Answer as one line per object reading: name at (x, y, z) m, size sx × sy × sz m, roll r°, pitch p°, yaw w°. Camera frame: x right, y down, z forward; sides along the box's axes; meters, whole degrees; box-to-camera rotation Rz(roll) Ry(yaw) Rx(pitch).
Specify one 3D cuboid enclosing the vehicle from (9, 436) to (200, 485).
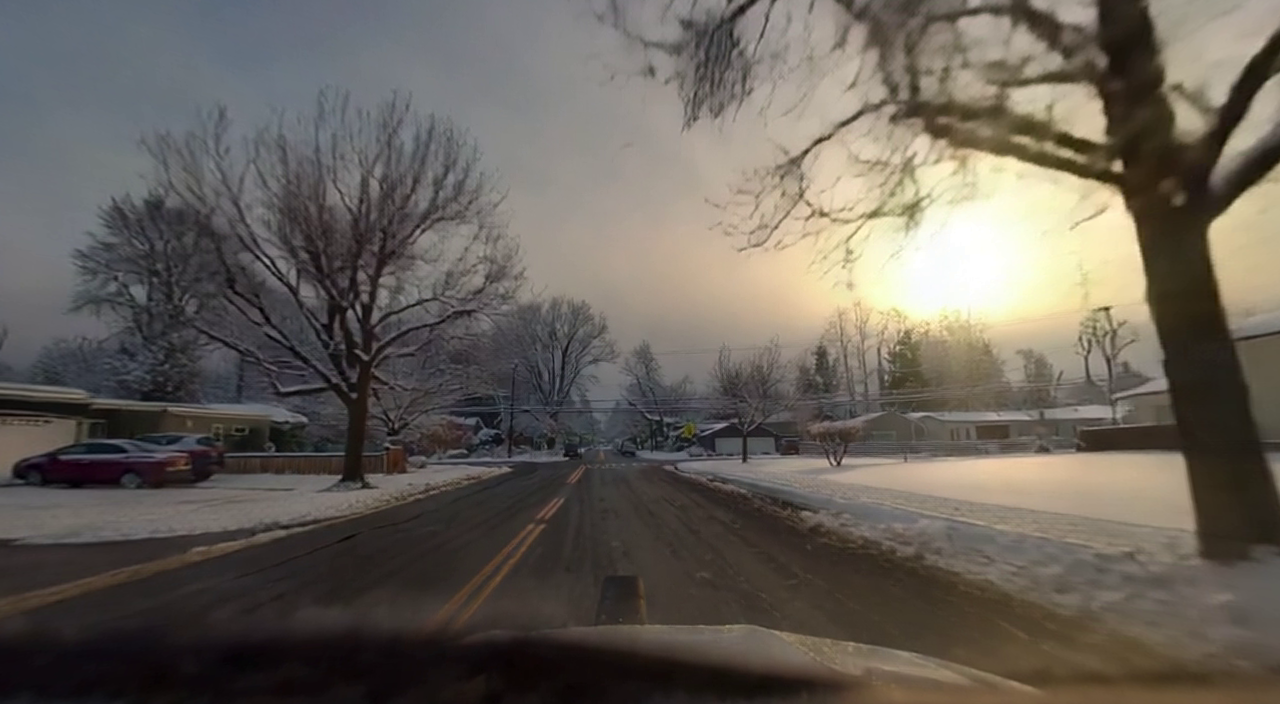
vehicle at (-17.490, 3.555, 20.835) m, size 4.307 × 1.508 × 2.072 m, roll 0°, pitch -9°, yaw -1°
